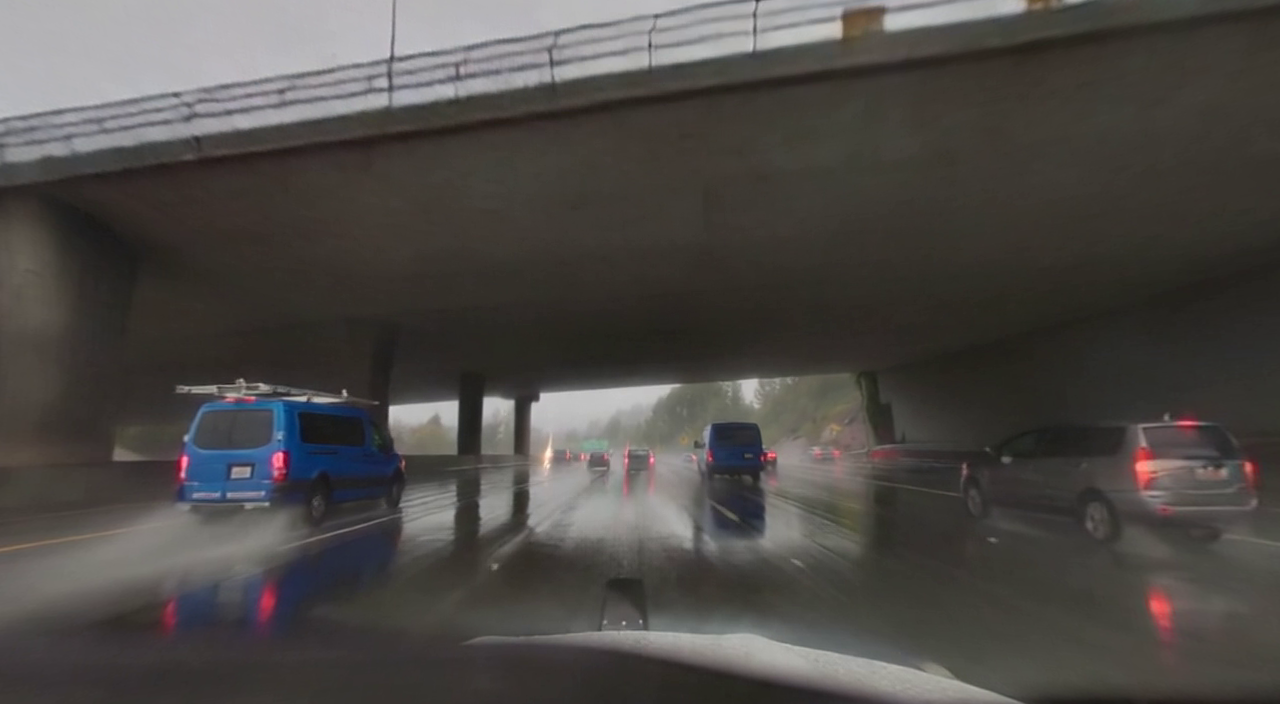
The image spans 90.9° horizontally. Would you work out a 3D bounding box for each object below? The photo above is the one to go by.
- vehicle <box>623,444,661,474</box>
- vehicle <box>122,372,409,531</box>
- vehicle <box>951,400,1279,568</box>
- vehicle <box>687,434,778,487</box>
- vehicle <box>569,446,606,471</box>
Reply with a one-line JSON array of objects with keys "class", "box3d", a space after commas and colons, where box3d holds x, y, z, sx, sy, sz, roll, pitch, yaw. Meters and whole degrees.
[{"class": "vehicle", "box3d": [0.115, 6.155, 36.661, 2.115, 1.617, 4.102, 0, -9, 0]}, {"class": "vehicle", "box3d": [-7.607, 2.179, 14.086, 2.336, 2.708, 6.421, 0, -9, 1]}, {"class": "vehicle", "box3d": [7.488, 1.877, 9.866, 2.304, 1.840, 5.706, 0, -9, 0]}, {"class": "vehicle", "box3d": [3.560, 4.348, 25.673, 2.777, 1.895, 5.710, 0, -9, 0]}, {"class": "vehicle", "box3d": [-3.359, 6.894, 40.958, 1.970, 1.483, 4.071, 0, -9, 1]}]
